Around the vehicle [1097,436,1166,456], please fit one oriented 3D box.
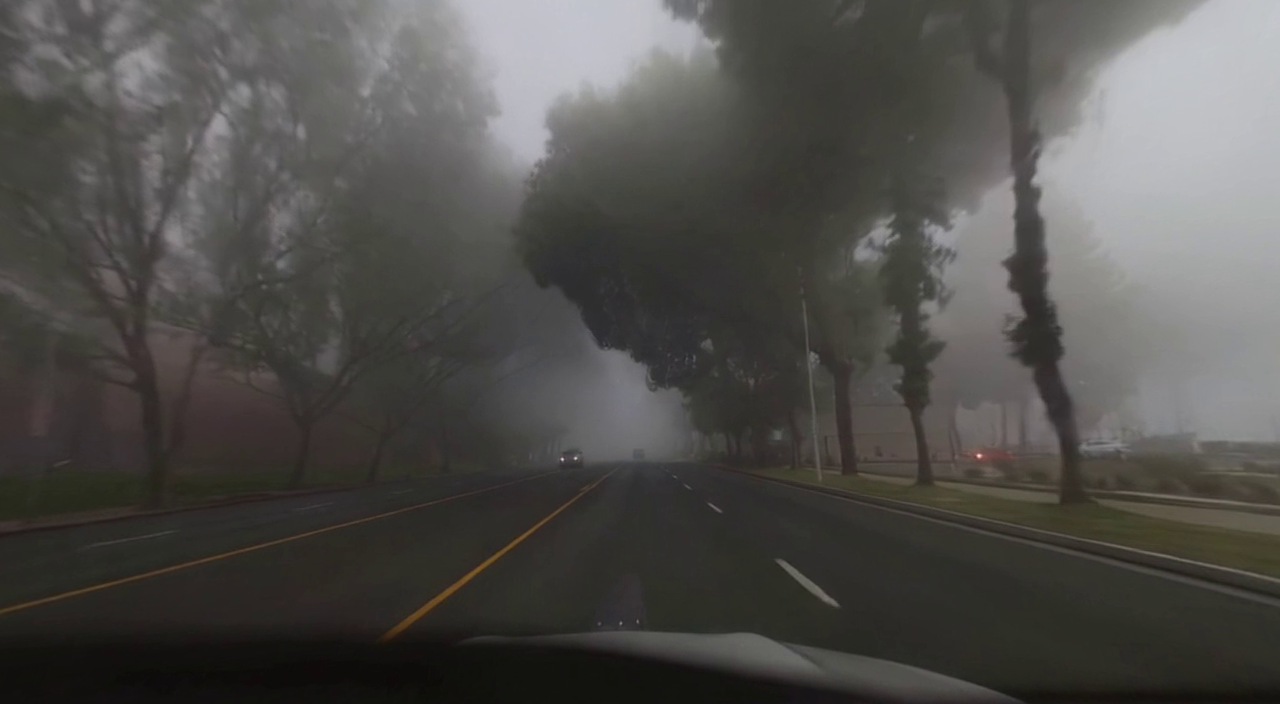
[{"bbox_3d":[38.661,7.424,49.817,1.860,1.467,4.614,0,-9,2],"label":"vehicle"}]
